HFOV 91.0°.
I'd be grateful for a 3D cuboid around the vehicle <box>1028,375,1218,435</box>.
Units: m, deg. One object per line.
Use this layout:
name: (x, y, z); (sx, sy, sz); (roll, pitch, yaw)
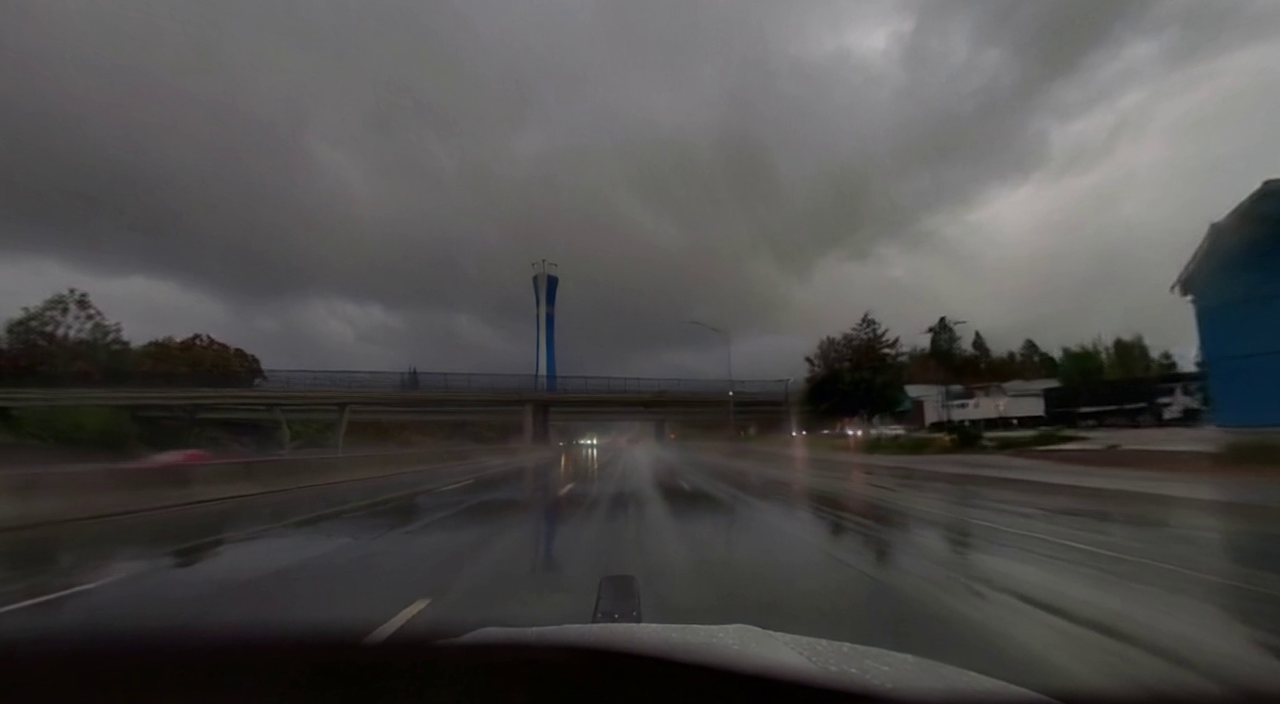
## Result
vehicle: (33.087, 3.999, 44.341); (2.930, 3.454, 12.572); (-3, -8, -2)
